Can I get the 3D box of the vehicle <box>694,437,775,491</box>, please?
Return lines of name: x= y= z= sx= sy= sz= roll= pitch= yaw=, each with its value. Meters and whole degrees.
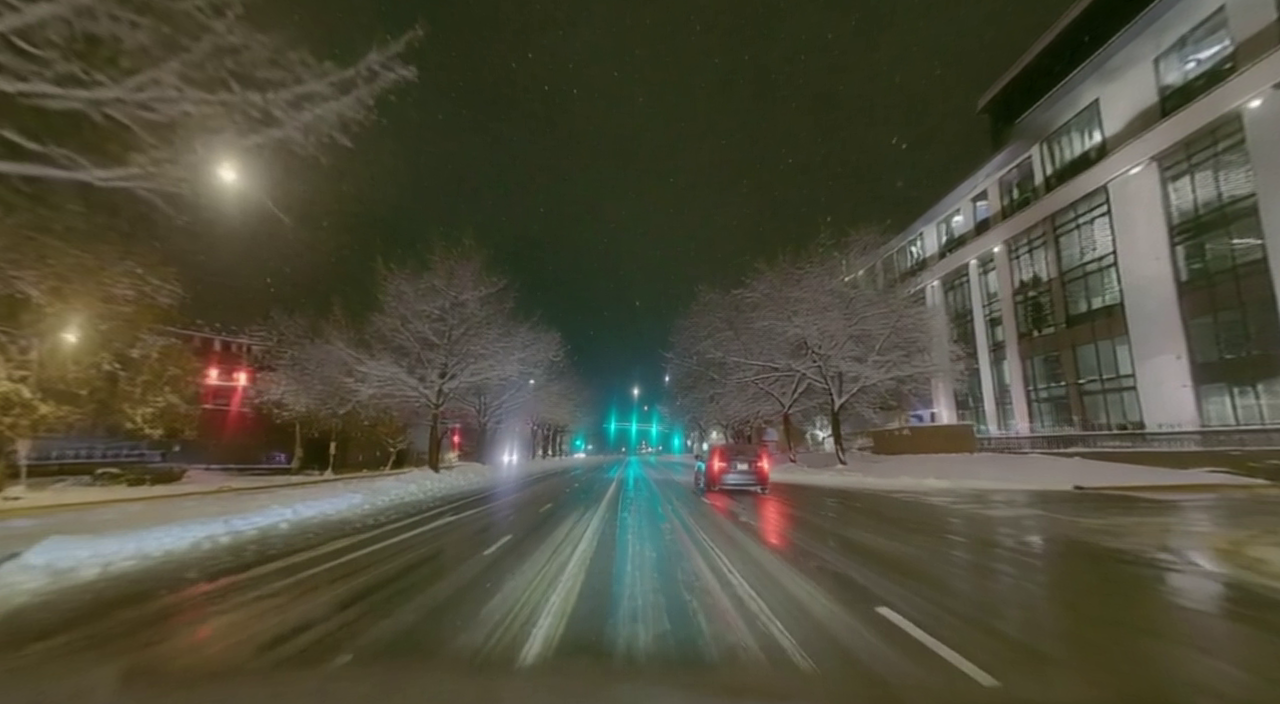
vehicle: x=3.240 y=3.942 z=22.607 sx=2.083 sy=1.743 sz=4.354 roll=0 pitch=-8 yaw=-2
